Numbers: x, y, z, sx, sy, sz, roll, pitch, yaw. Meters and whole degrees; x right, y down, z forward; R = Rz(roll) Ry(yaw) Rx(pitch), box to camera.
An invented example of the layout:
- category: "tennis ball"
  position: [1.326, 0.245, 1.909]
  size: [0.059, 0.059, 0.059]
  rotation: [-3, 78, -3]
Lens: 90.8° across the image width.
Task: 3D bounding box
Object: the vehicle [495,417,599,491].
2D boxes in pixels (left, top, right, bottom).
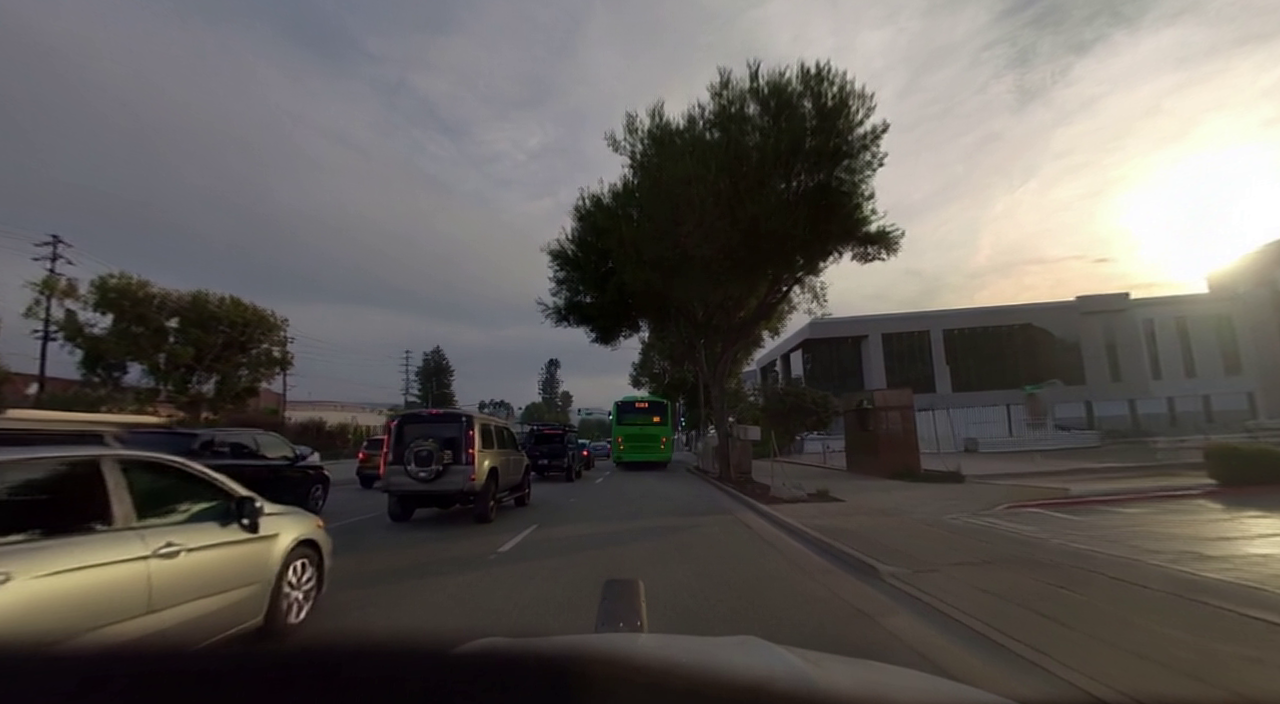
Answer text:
- category: "vehicle"
  position: [-2.907, 3.420, 21.442]
  size: [2.546, 2.125, 5.869]
  rotation: [0, -9, 1]

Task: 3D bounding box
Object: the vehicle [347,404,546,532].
- category: "vehicle"
  position: [-3.278, 2.118, 12.027]
  size: [2.095, 1.892, 5.043]
  rotation: [0, -9, 1]

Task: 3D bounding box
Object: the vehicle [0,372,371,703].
- category: "vehicle"
  position: [-3.302, 0.976, 2.962]
  size: [2.042, 1.571, 4.475]
  rotation: [0, -9, 1]

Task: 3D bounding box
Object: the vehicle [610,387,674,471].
- category: "vehicle"
  position: [0.155, 4.485, 35.543]
  size: [2.970, 3.857, 12.200]
  rotation: [0, -9, 0]
